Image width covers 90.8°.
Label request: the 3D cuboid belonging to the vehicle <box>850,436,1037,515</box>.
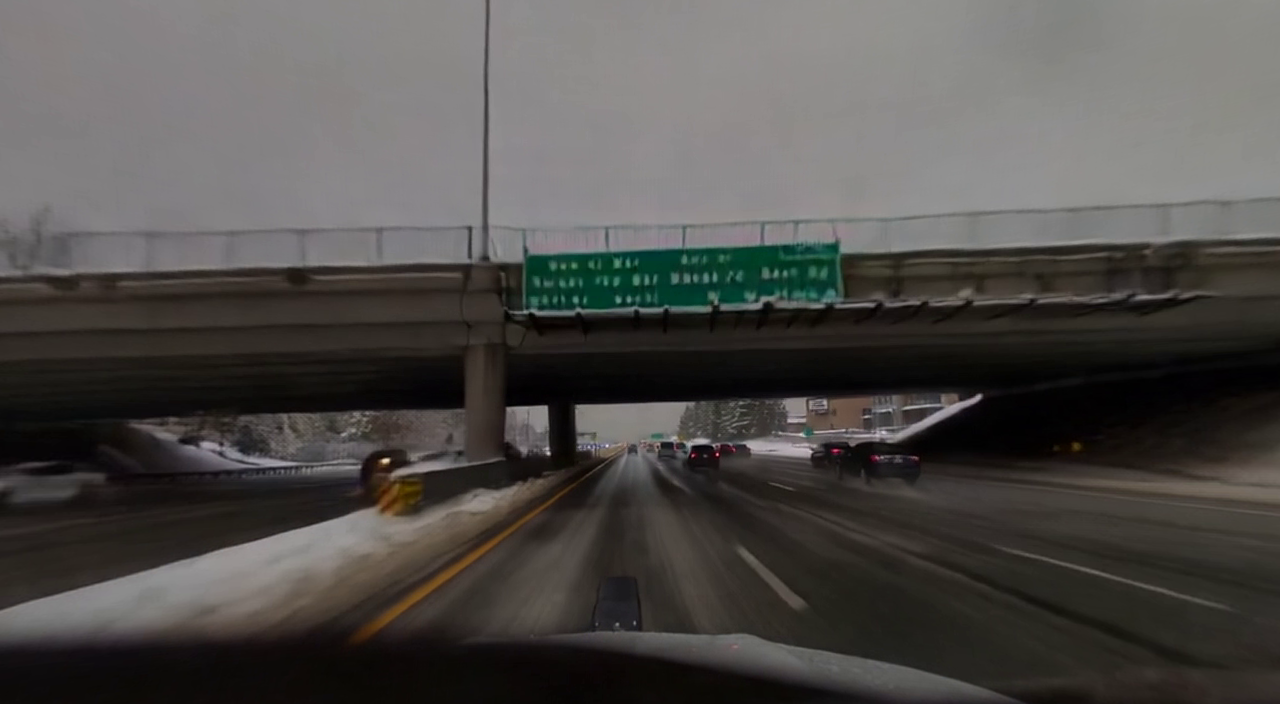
[{"bbox_3d":[6.600,2.710,14.457,1.952,1.489,4.483,0,-8,-2],"label":"vehicle"}]

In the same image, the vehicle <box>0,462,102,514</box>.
[{"bbox_3d":[-20.625,4.396,20.552,2.057,1.475,4.785,0,-8,0],"label":"vehicle"}]

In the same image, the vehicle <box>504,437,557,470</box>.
[{"bbox_3d":[-6.711,6.297,39.418,2.218,1.829,5.584,0,-8,1],"label":"vehicle"}]

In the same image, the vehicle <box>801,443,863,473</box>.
[{"bbox_3d":[10.005,5.524,33.226,1.838,1.440,4.121,0,-8,-2],"label":"vehicle"}]

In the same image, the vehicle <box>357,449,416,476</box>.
[{"bbox_3d":[-16.952,7.407,42.522,2.078,1.637,4.517,0,-8,0],"label":"vehicle"}]

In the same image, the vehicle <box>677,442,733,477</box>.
[{"bbox_3d":[2.968,5.024,29.854,1.993,1.507,4.594,0,-8,-2],"label":"vehicle"}]

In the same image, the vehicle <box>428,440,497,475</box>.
[{"bbox_3d":[-10.178,6.088,36.754,2.274,1.881,5.749,0,-8,1],"label":"vehicle"}]
